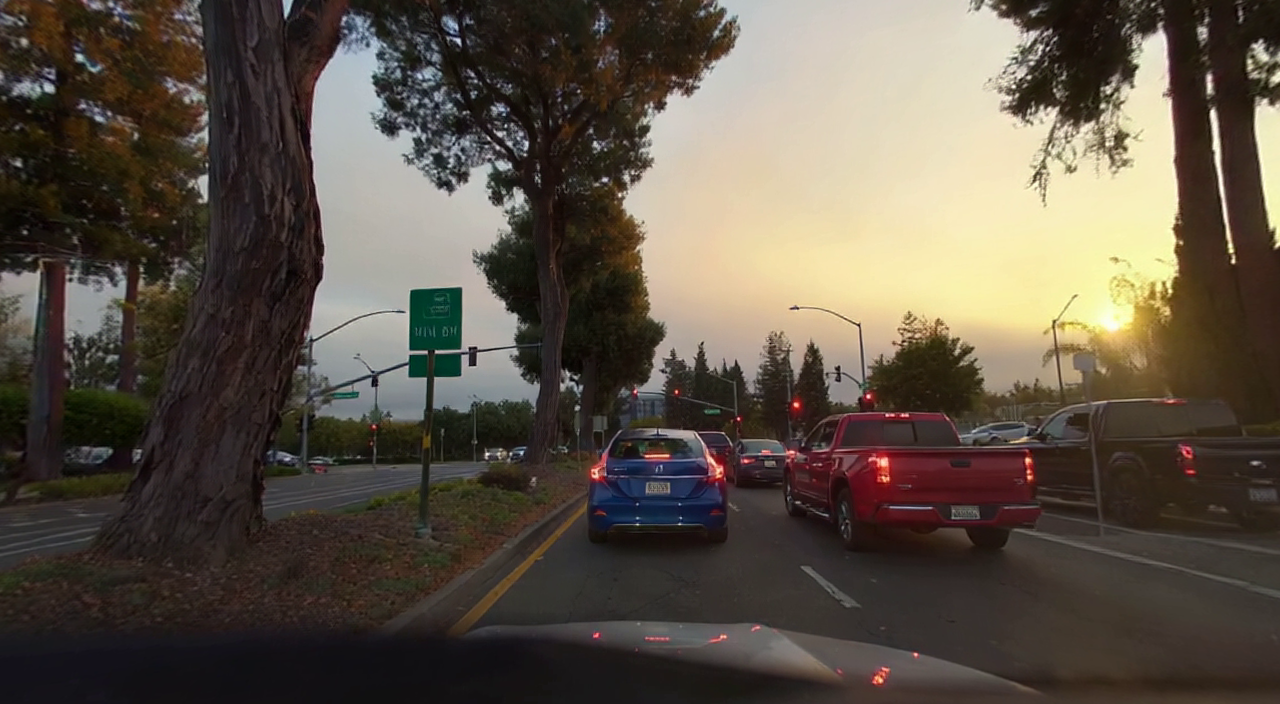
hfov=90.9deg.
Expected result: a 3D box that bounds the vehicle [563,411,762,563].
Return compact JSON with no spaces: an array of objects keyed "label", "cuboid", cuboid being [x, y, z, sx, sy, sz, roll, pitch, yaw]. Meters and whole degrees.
[{"label":"vehicle","cuboid":[0.252,1.775,8.961,2.168,1.641,4.039,0,-8,0]}]

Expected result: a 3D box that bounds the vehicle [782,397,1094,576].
[{"label":"vehicle","cuboid":[3.394,1.628,8.360,2.099,1.725,4.290,0,-8,1]}]
